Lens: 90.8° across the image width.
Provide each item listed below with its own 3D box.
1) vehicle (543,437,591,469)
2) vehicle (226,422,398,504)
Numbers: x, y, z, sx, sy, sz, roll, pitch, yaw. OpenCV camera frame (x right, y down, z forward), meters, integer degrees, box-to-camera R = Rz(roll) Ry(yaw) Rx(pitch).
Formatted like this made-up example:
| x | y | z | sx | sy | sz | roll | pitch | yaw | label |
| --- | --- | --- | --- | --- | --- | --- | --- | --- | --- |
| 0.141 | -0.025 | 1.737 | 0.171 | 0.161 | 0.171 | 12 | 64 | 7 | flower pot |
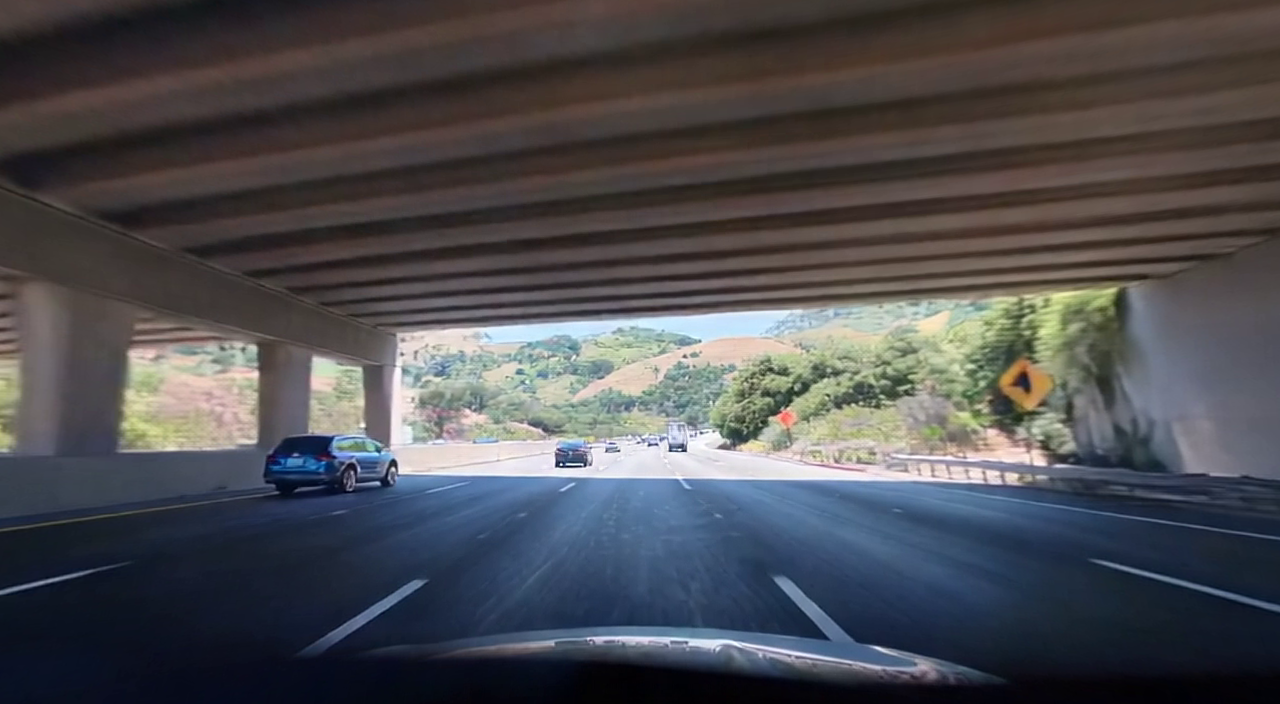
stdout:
| x | y | z | sx | sy | sz | roll | pitch | yaw | label |
| --- | --- | --- | --- | --- | --- | --- | --- | --- | --- |
| -3.668 | 5.182 | 32.468 | 1.925 | 1.509 | 4.363 | 0 | -9 | 1 | vehicle |
| -7.646 | 2.619 | 15.282 | 1.860 | 1.694 | 4.173 | 0 | -9 | 0 | vehicle |
